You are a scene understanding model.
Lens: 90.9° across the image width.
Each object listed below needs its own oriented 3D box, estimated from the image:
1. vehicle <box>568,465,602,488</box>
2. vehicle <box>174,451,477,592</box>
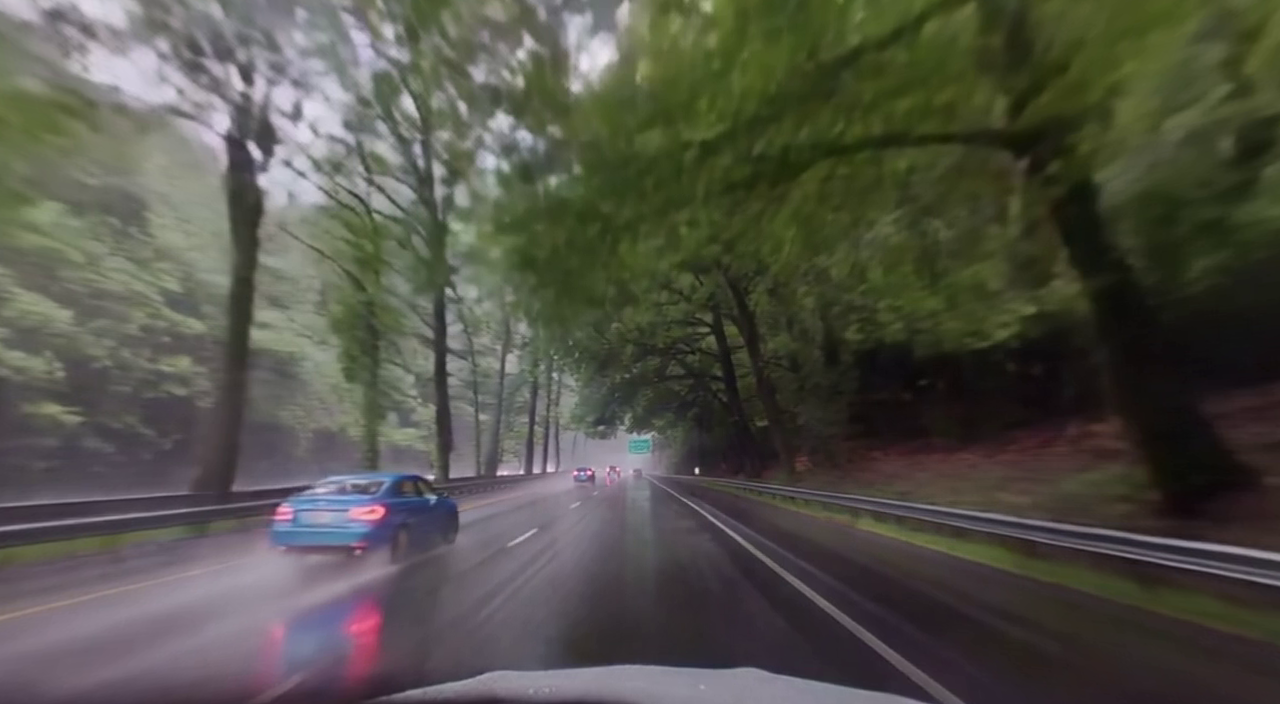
[{"bbox_3d":[-3.729,8.577,43.498,1.954,1.509,4.094,1,-10,0],"label":"vehicle"},{"bbox_3d":[-4.001,2.251,9.114,1.995,1.467,4.467,0,-10,1],"label":"vehicle"}]
